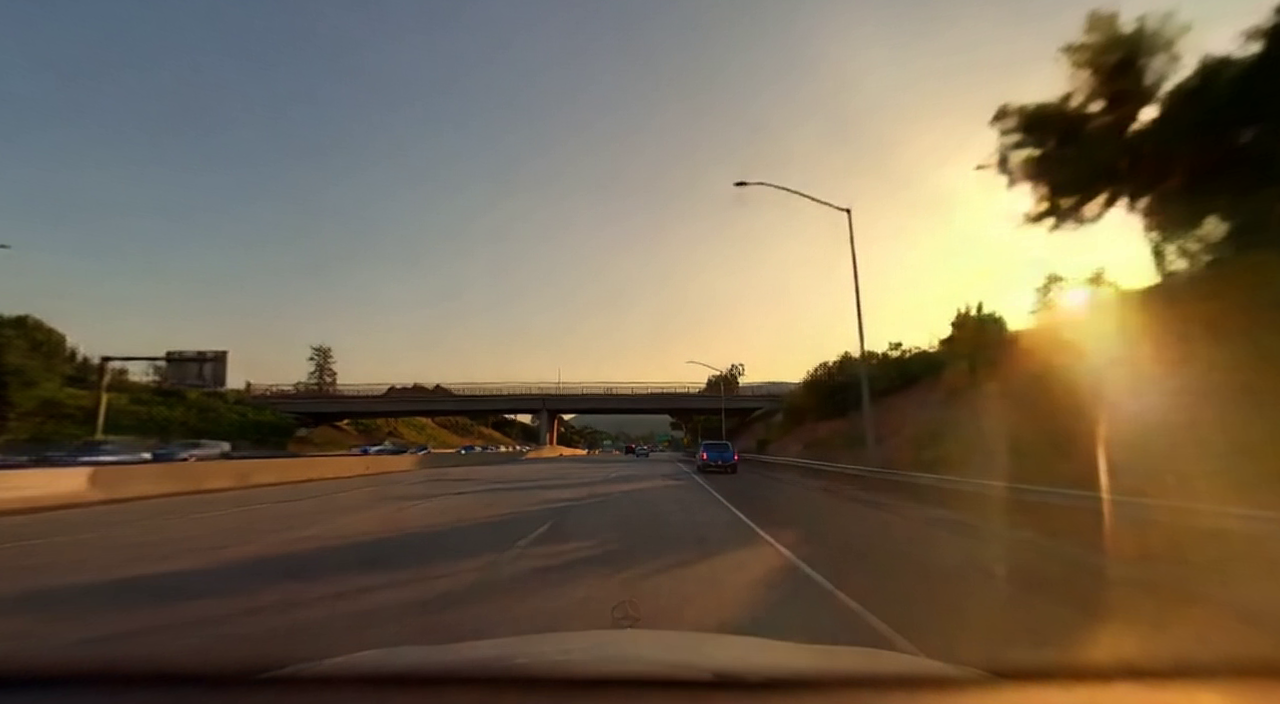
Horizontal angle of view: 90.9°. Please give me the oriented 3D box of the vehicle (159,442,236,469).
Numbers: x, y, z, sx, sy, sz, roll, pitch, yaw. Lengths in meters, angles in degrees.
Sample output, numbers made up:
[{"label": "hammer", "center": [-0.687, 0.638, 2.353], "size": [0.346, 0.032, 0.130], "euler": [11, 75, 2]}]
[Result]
[{"label": "vehicle", "center": [-24.248, 5.656, 34.711], "size": [1.588, 1.402, 3.523], "euler": [0, -8, 2]}]

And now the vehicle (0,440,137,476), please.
[{"label": "vehicle", "center": [-27.559, 5.069, 30.543], "size": [1.974, 1.576, 5.230], "euler": [0, -8, 1]}]

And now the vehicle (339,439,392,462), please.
[{"label": "vehicle", "center": [-20.164, 7.266, 46.546], "size": [1.855, 1.628, 4.049], "euler": [-1, -8, 3]}]

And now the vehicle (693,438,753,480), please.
[{"label": "vehicle", "center": [3.481, 4.575, 27.402], "size": [2.010, 1.637, 4.940], "euler": [0, -8, 1]}]
